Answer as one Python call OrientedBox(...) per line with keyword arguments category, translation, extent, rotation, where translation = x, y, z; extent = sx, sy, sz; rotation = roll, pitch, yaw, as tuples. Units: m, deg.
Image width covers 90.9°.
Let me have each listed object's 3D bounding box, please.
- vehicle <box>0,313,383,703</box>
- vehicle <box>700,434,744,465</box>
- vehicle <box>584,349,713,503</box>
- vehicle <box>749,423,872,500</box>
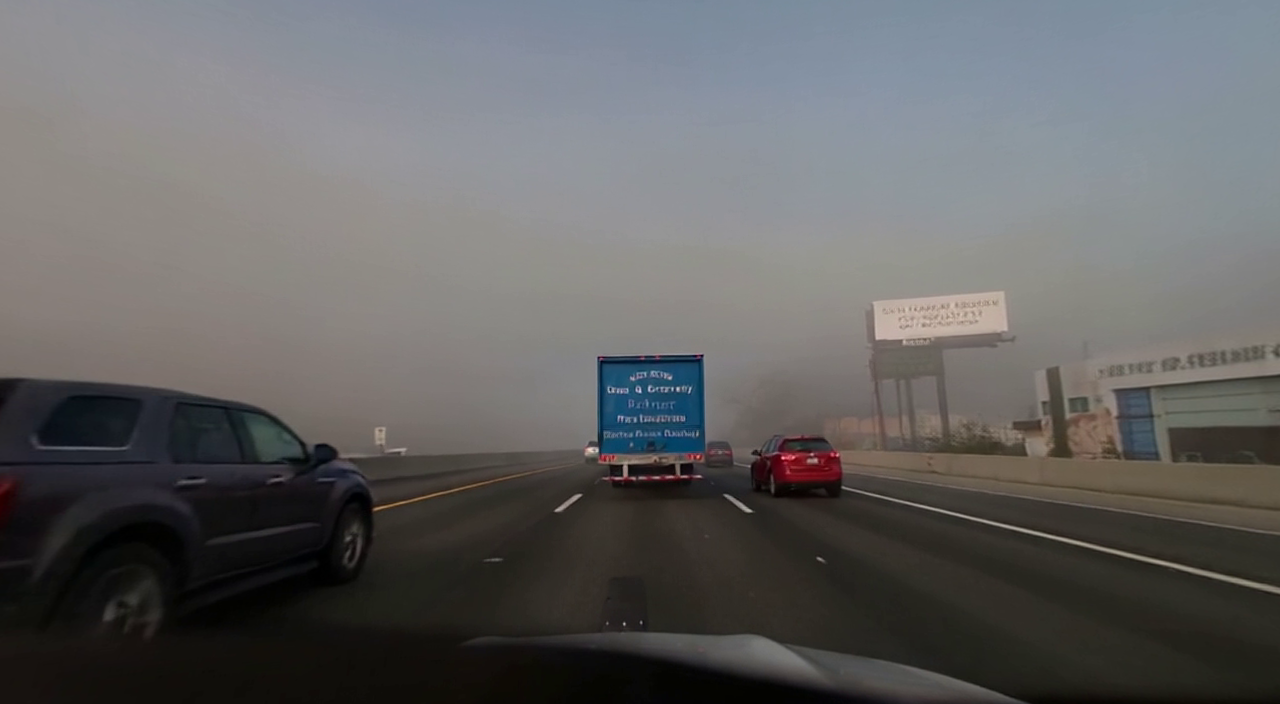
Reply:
OrientedBox(category="vehicle", translation=(-3.482, 0.944, 3.618), extent=(2.133, 1.808, 4.349), rotation=(0, -8, 0))
OrientedBox(category="vehicle", translation=(4.841, 5.822, 37.901), extent=(2.066, 1.692, 4.339), rotation=(0, -8, 0))
OrientedBox(category="vehicle", translation=(0.288, 2.178, 17.850), extent=(2.733, 3.296, 8.571), rotation=(0, -8, 2))
OrientedBox(category="vehicle", translation=(4.222, 2.769, 16.403), extent=(1.986, 1.718, 4.296), rotation=(0, -8, 0))
